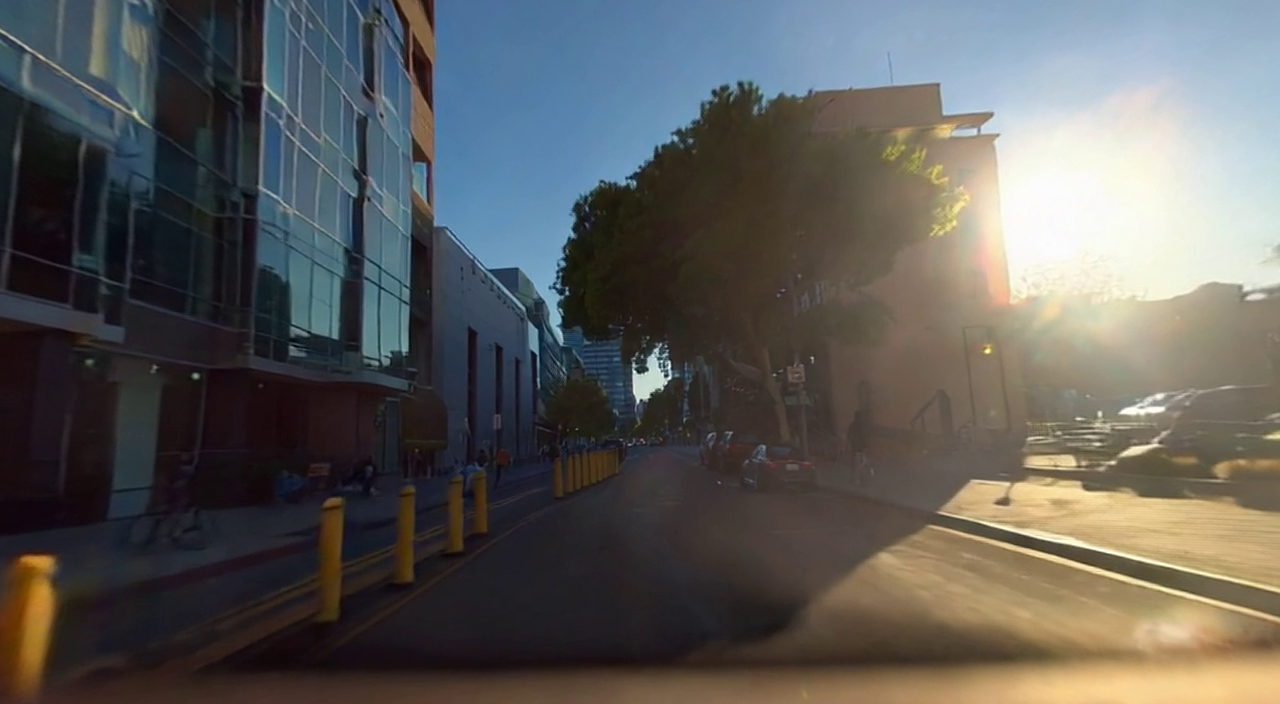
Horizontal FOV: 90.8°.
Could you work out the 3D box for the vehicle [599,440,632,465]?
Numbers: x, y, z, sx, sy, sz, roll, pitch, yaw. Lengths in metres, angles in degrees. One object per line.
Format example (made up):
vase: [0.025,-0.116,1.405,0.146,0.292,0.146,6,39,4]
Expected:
vehicle: [-1.575,6.615,41.683,2.035,1.506,4.075,-1,-8,-1]

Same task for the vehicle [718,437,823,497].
vehicle: [3.601,3.242,18.287,2.020,1.448,4.220,-1,-8,-1]
